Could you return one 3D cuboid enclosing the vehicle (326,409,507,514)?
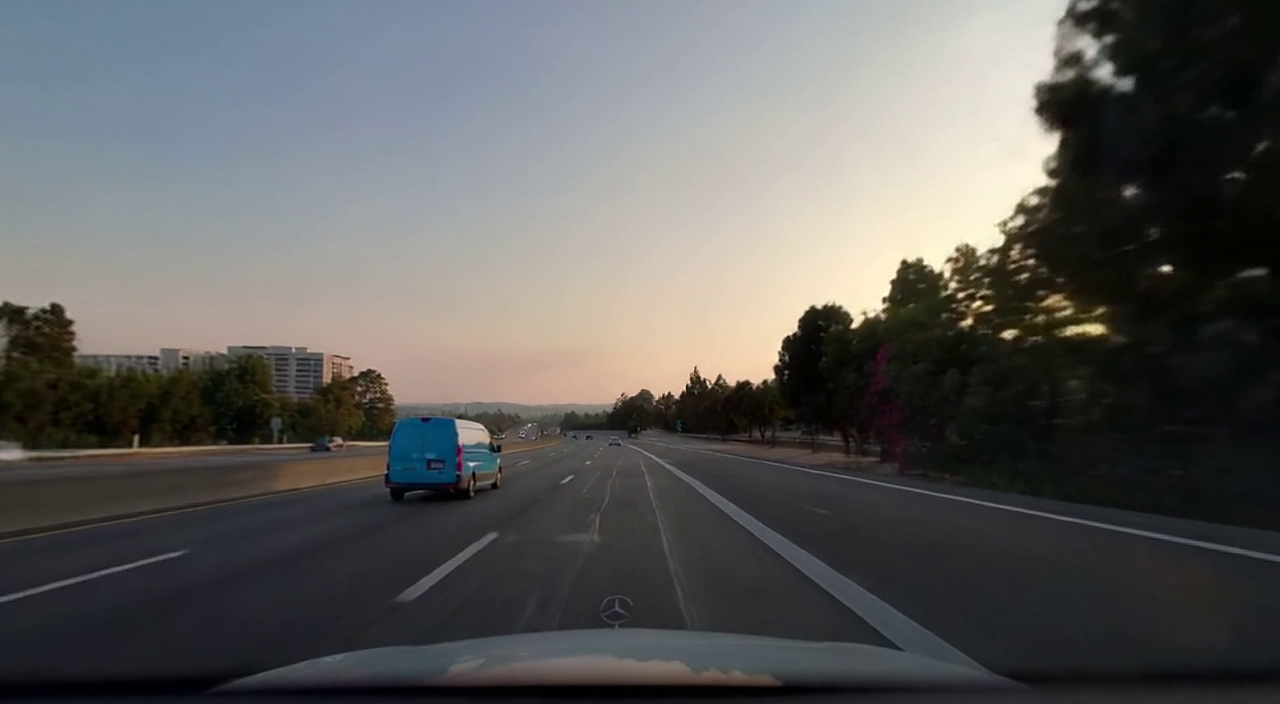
[{"bbox_3d":[-4.410,2.231,13.433,2.219,1.827,4.738,0,-8,-1],"label":"vehicle"}]
